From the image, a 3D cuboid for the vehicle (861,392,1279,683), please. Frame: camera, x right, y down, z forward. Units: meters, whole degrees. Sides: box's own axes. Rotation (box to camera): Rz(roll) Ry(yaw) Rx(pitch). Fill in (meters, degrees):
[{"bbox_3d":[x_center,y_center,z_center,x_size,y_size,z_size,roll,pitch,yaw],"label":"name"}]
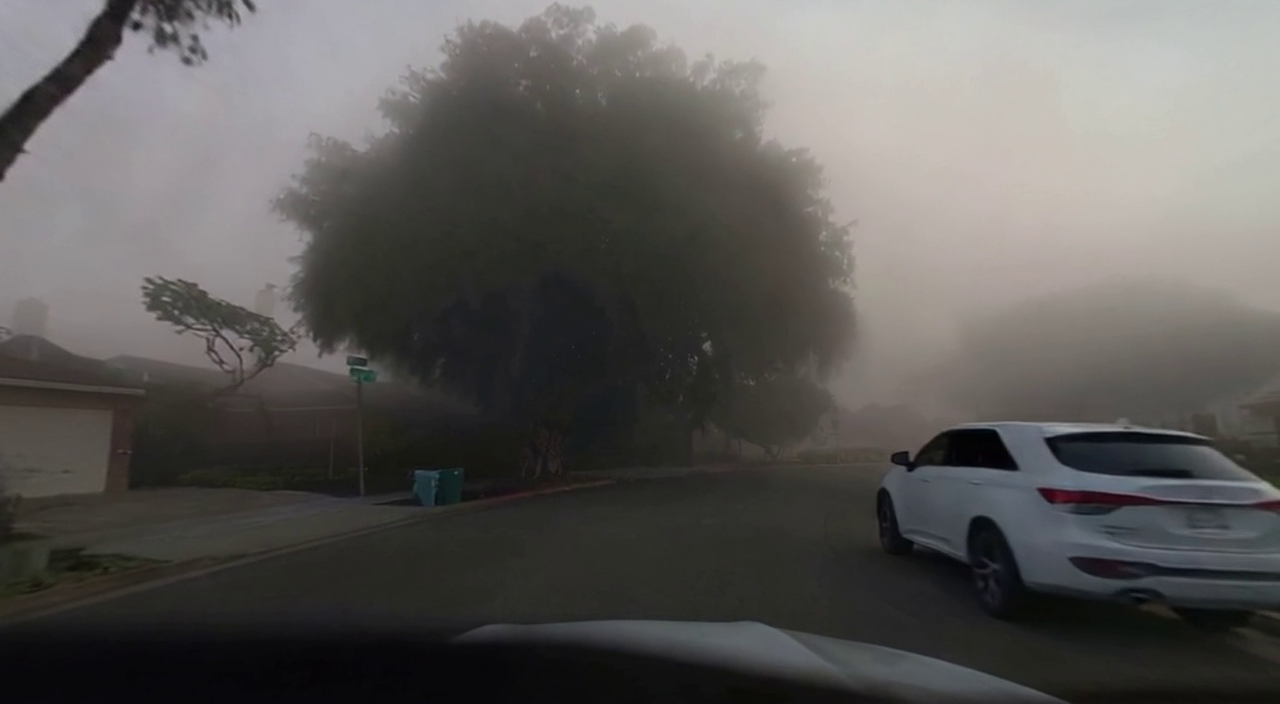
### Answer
[{"bbox_3d":[3.952,1.468,6.192,2.163,1.760,4.591,-1,-8,4],"label":"vehicle"}]
